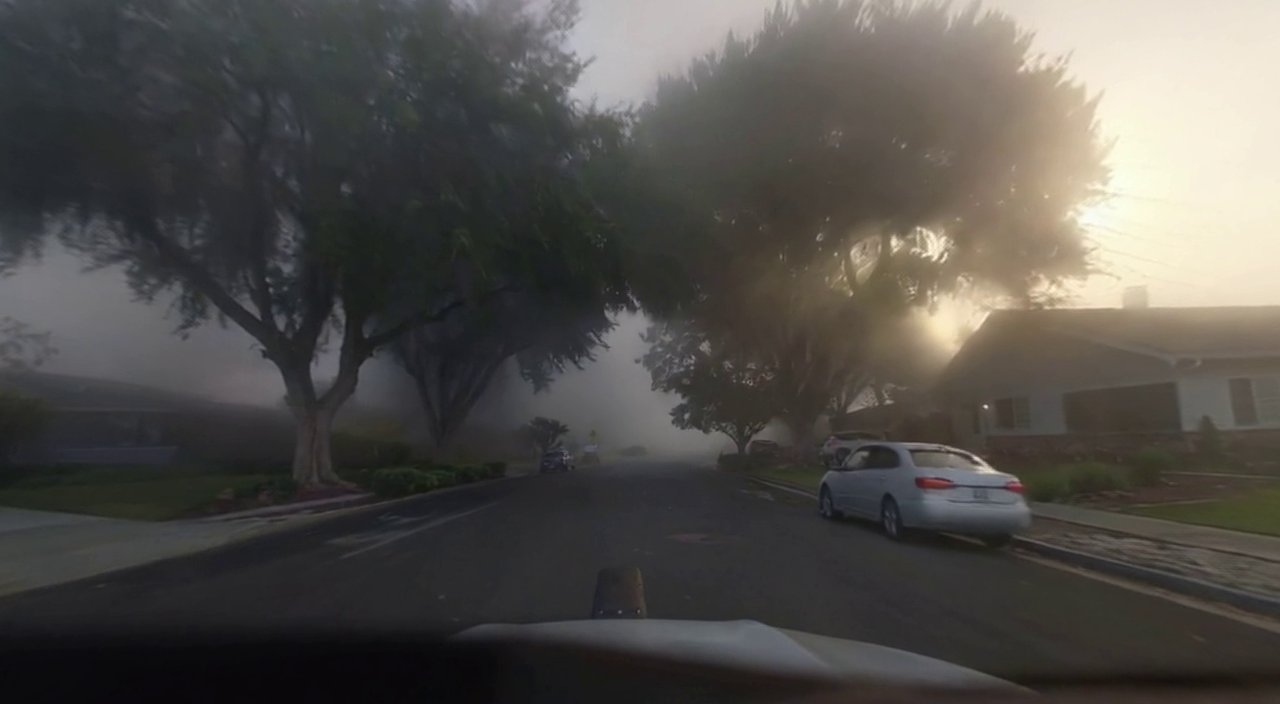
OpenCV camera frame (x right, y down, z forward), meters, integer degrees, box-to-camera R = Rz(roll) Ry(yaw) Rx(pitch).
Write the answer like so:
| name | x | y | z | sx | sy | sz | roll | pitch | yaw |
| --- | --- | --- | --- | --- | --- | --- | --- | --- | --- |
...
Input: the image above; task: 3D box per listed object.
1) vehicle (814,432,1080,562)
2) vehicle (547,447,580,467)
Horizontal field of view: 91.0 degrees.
| name | x | y | z | sx | sy | sz | roll | pitch | yaw |
| --- | --- | --- | --- | --- | --- | --- | --- | --- | --- |
| vehicle | 4.260 | 2.054 | 9.708 | 2.011 | 1.521 | 4.292 | 0 | -9 | 1 |
| vehicle | -5.894 | 8.144 | 49.040 | 1.904 | 1.445 | 4.282 | -1 | -9 | 3 |
